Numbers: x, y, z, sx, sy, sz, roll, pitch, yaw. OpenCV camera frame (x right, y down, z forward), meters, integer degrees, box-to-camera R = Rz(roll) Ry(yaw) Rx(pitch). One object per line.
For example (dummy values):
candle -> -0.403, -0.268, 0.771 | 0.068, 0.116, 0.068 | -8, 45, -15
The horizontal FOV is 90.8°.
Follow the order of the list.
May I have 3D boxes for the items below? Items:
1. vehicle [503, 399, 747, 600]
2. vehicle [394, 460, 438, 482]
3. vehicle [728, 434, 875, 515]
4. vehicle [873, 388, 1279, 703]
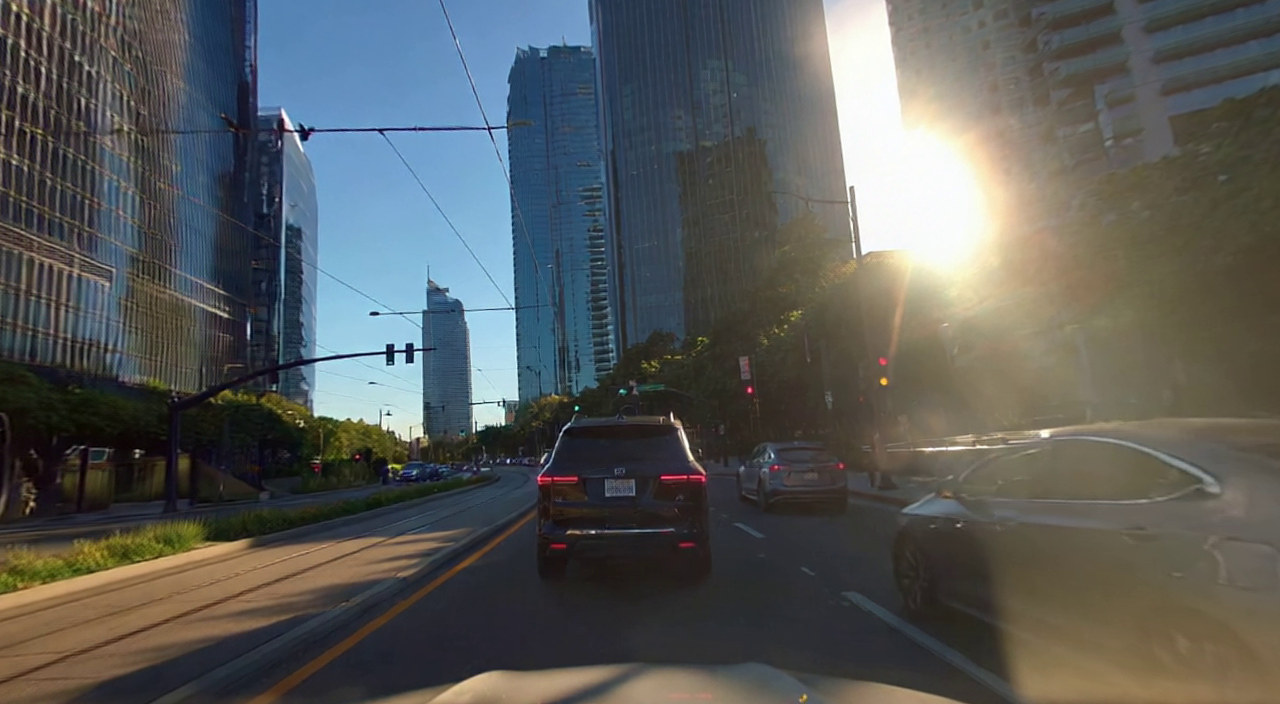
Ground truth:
vehicle -> -0.198, 1.629, 7.863 | 2.178, 1.779, 4.255 | 0, -8, -2
vehicle -> -16.212, 8.585, 45.896 | 1.798, 1.409, 4.239 | 0, -8, -2
vehicle -> 3.506, 2.751, 14.667 | 2.128, 1.582, 4.188 | 0, -8, -2
vehicle -> 3.137, 1.064, 3.452 | 1.993, 1.480, 4.324 | 0, -8, -1
